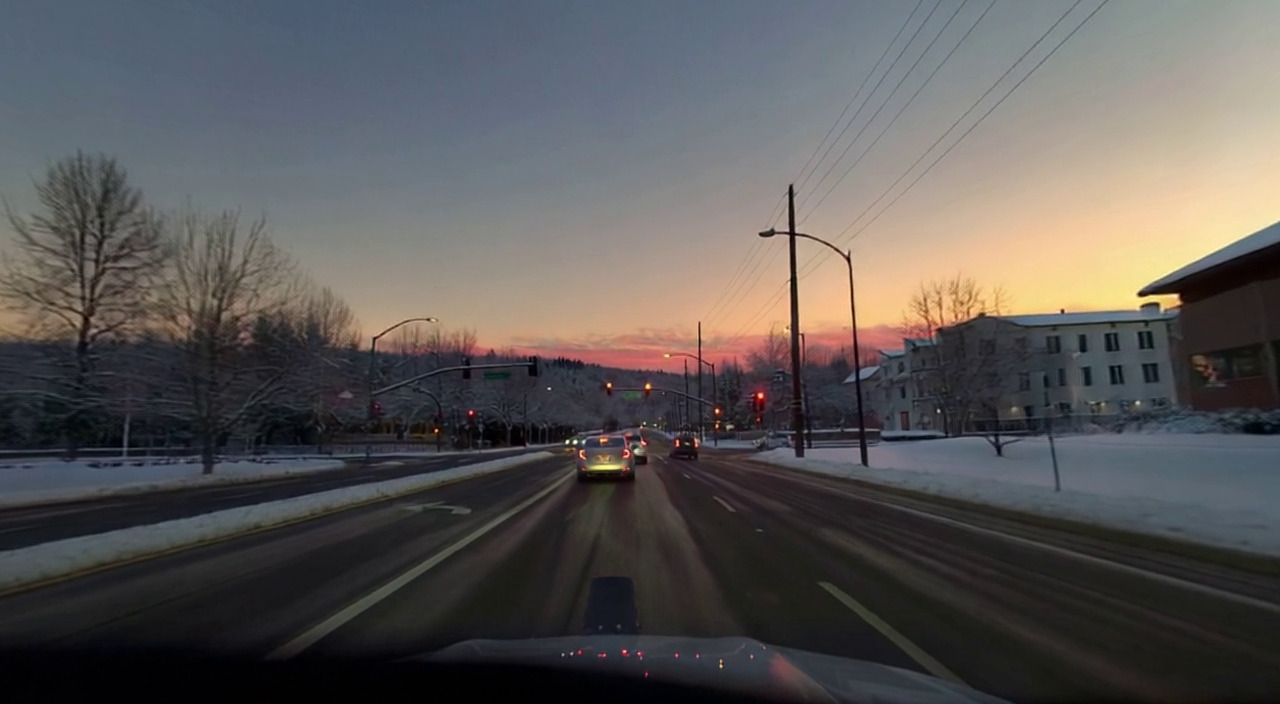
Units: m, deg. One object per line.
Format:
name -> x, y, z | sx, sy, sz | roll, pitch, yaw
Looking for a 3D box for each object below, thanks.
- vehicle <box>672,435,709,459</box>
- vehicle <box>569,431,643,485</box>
vehicle -> 3.314, 6.388, 42.478 | 1.945, 1.470, 4.363 | 0, -8, -2
vehicle -> -0.960, 3.262, 19.649 | 2.075, 1.470, 3.962 | 0, -8, 0
